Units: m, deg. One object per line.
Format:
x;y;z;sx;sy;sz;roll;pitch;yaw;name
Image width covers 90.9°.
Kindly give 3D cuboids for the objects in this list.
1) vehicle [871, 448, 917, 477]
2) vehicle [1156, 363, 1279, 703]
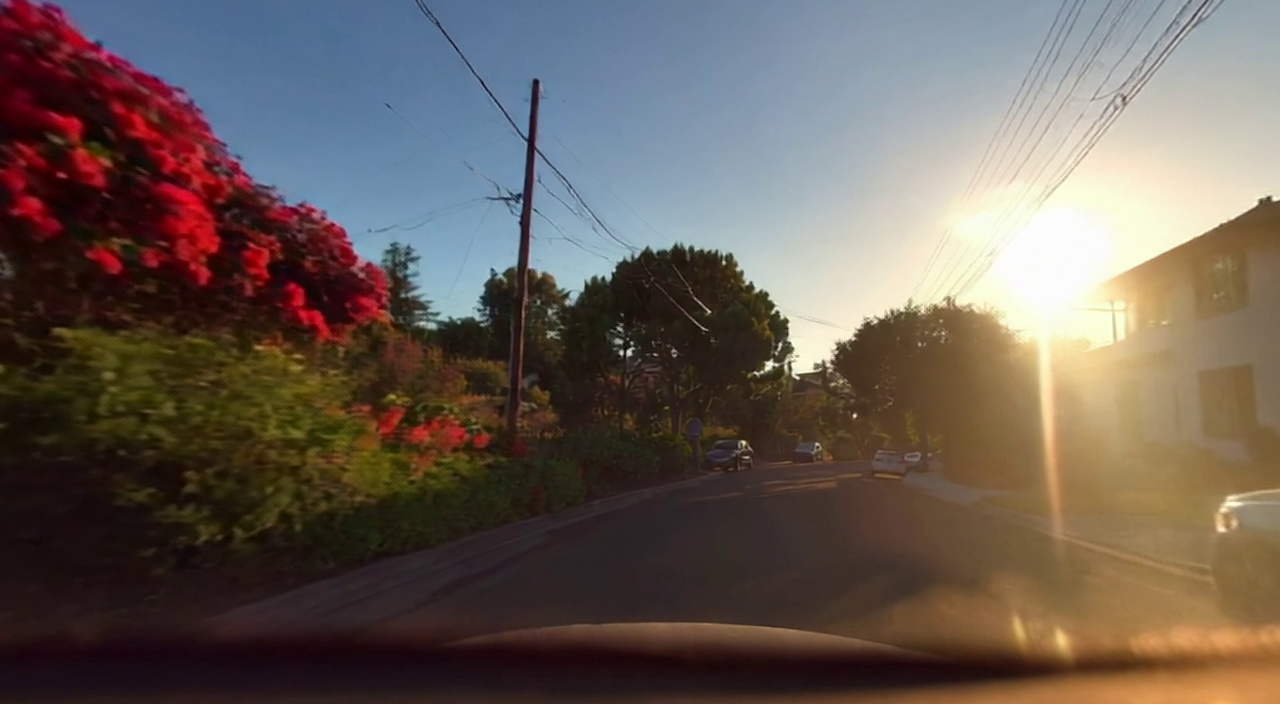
14.414;6.220;35.782;2.151;1.468;5.066;-4;-9;21;vehicle
4.372;0.730;1.496;2.311;1.909;5.570;-2;-8;10;vehicle
